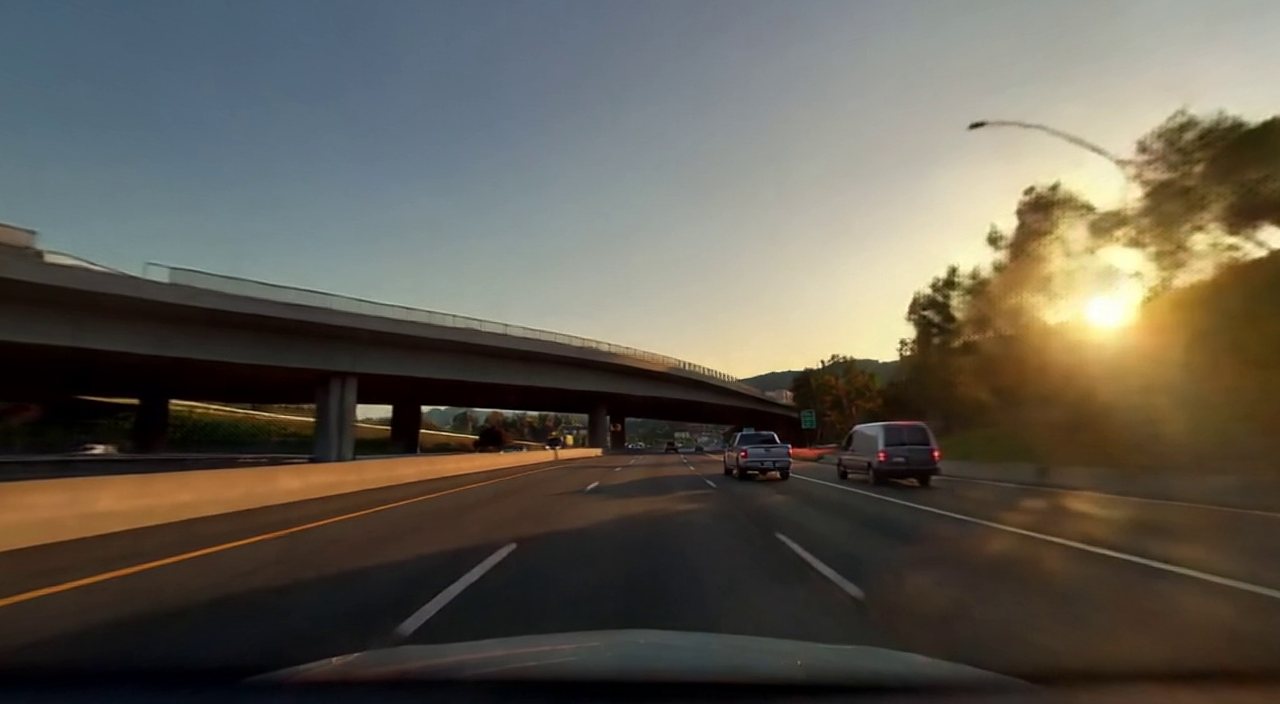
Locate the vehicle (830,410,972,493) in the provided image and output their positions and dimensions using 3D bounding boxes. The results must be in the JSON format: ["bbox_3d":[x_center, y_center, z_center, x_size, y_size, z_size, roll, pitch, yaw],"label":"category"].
[{"bbox_3d":[8.140,3.185,20.445,2.229,2.317,5.399,0,-9,0],"label":"vehicle"}]

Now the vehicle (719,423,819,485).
[{"bbox_3d":[4.585,3.752,23.542,2.505,2.020,5.532,0,-8,0],"label":"vehicle"}]
